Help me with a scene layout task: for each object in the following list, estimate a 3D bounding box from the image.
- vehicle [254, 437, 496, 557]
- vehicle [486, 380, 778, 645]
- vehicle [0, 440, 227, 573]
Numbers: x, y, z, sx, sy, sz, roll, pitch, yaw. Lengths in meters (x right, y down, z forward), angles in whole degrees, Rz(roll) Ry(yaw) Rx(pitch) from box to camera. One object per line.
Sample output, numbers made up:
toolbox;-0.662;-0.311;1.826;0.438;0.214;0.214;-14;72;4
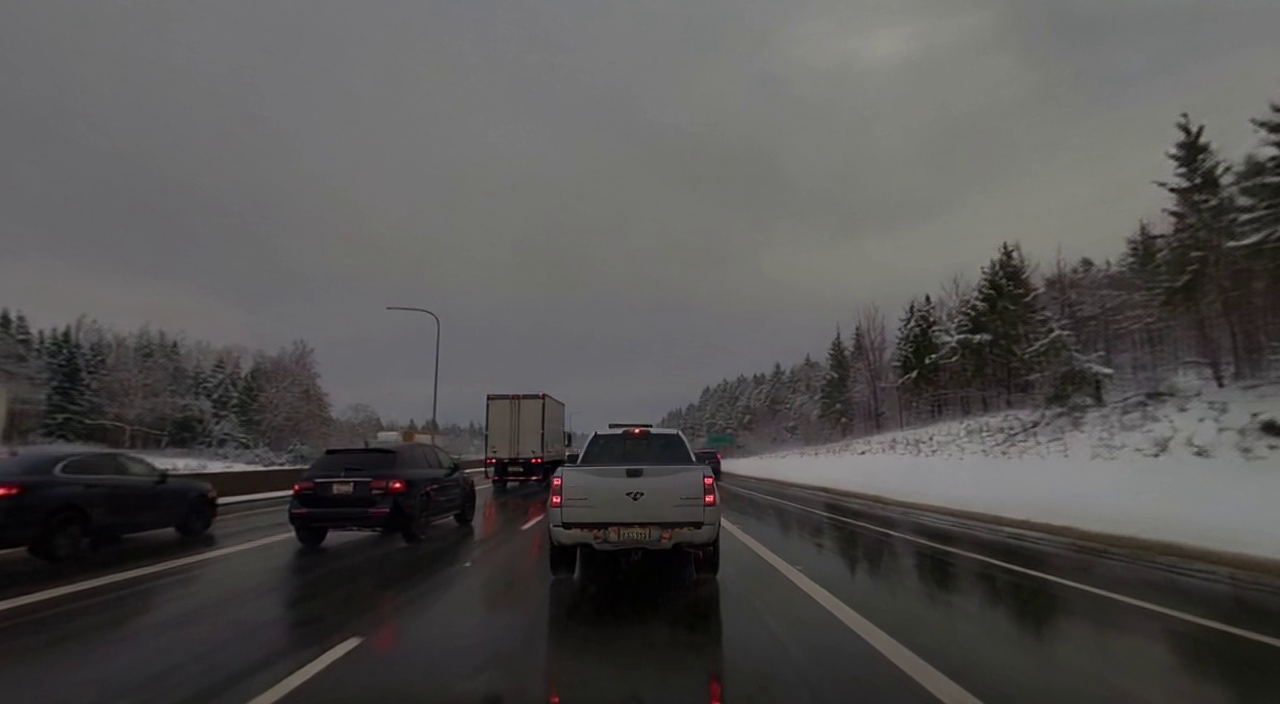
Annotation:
vehicle;-3.909;2.207;10.345;1.986;1.501;4.407;-1;-9;1
vehicle;-0.081;1.358;6.106;1.995;1.798;3.380;0;-9;-1
vehicle;-8.097;1.968;8.564;1.874;1.470;4.576;0;-9;0
